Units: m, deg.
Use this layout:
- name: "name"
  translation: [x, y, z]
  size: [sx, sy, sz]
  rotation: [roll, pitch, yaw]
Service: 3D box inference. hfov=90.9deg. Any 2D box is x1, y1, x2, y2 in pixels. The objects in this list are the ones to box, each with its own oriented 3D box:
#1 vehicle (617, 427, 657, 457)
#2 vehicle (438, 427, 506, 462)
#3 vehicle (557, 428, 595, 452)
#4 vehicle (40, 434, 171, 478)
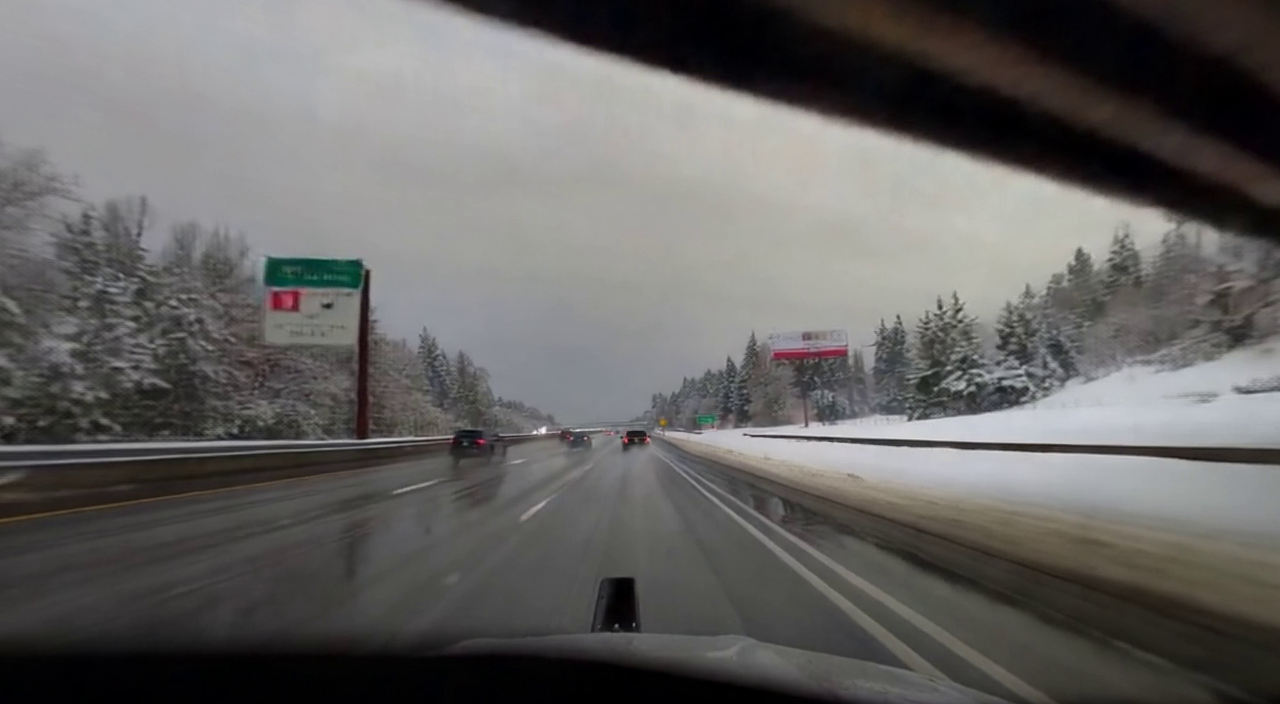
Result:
- name: "vehicle"
  translation: [-0.234, 5.366, 37.744]
  size: [2.240, 1.646, 4.949]
  rotation: [1, -8, -1]
- name: "vehicle"
  translation: [-7.826, 4.334, 29.761]
  size: [2.009, 1.537, 4.449]
  rotation: [1, -8, 0]
- name: "vehicle"
  translation: [-4.228, 5.901, 42.244]
  size: [2.103, 1.512, 4.155]
  rotation: [0, -8, 0]
- name: "vehicle"
  translation: [-23.037, 4.453, 27.409]
  size: [1.955, 1.743, 4.293]
  rotation: [1, -8, -1]
